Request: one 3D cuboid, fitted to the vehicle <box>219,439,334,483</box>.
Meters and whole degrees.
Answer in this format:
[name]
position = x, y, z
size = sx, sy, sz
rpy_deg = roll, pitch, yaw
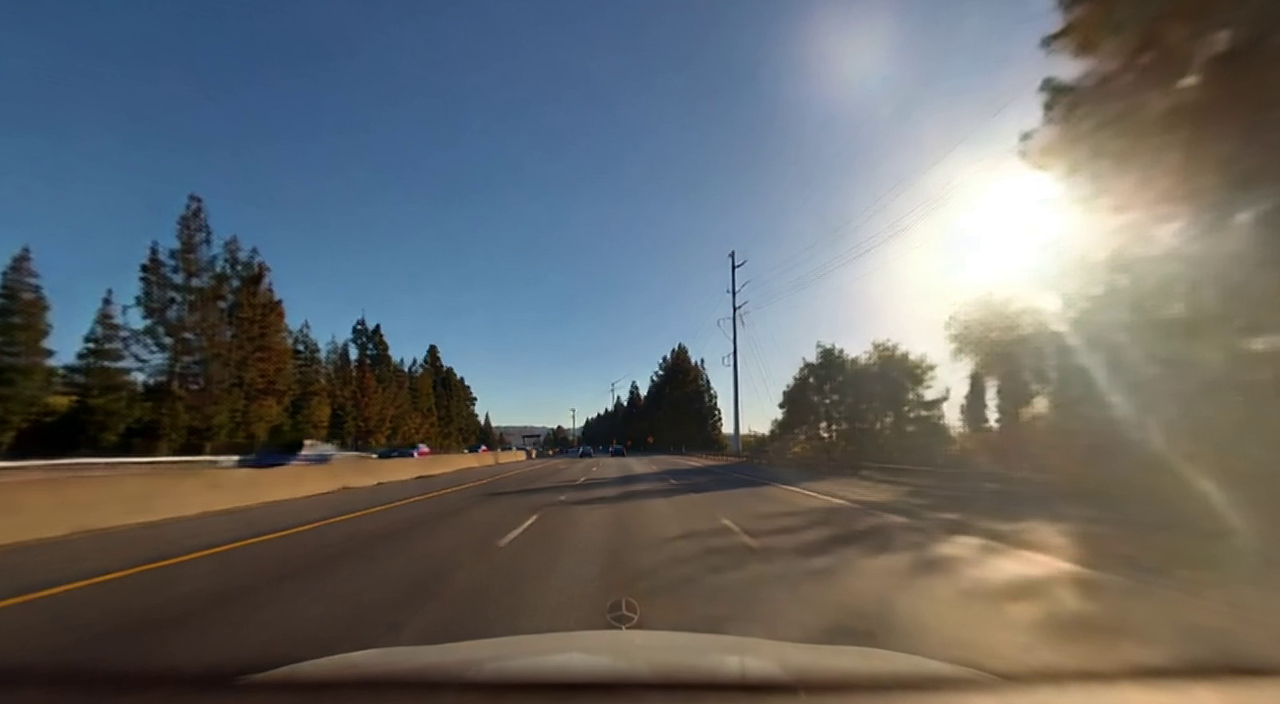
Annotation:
[vehicle]
position = -14.263, 4.301, 25.150
size = 1.961, 1.565, 4.514
rpy_deg = 0, -9, -1
